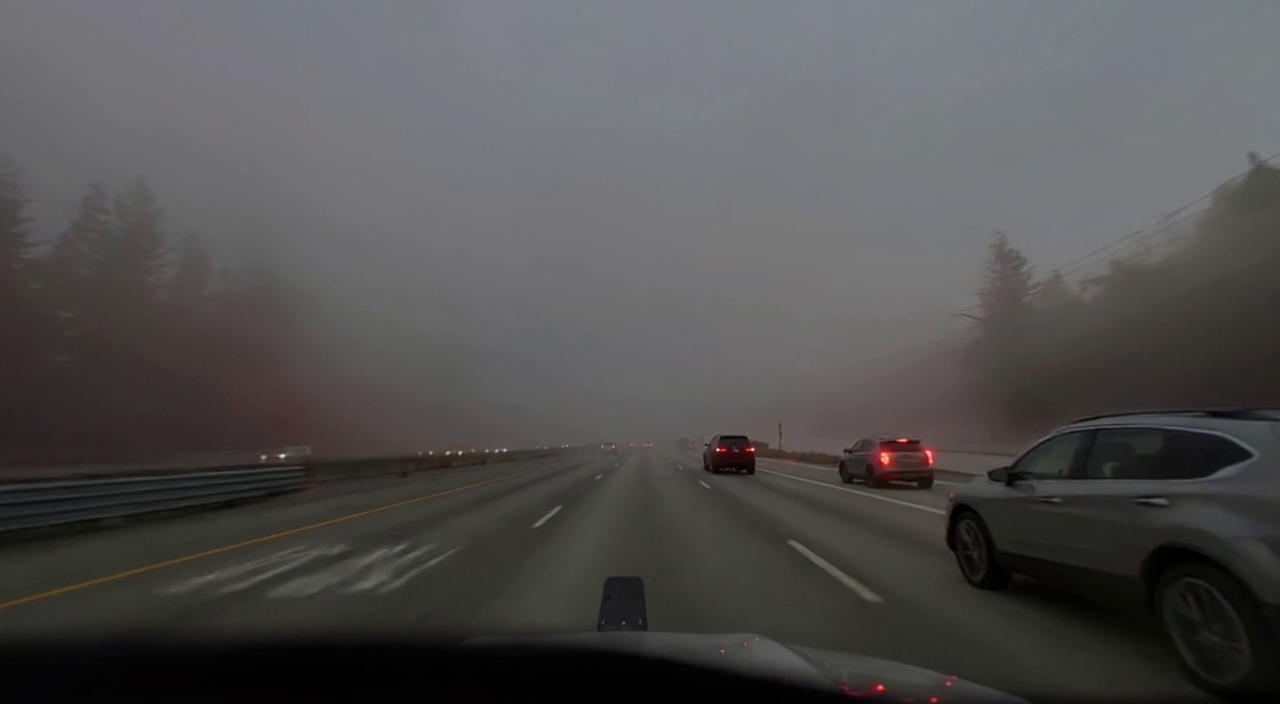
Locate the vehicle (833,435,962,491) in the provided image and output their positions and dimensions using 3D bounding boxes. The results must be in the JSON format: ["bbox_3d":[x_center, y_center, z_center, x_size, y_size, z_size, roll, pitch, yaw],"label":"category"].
[{"bbox_3d":[7.664,3.331,19.323,2.022,1.466,4.509,-1,-8,0],"label":"vehicle"}]

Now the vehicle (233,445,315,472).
[{"bbox_3d":[-28.509,8.300,49.494,2.663,1.853,6.491,0,-8,-1],"label":"vehicle"}]

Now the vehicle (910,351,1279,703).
[{"bbox_3d":[3.805,1.015,4.060,2.146,1.639,4.475,-1,-8,0],"label":"vehicle"}]

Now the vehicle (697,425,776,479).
[{"bbox_3d":[3.918,4.191,26.791,2.442,2.022,5.466,-1,-8,0],"label":"vehicle"}]
